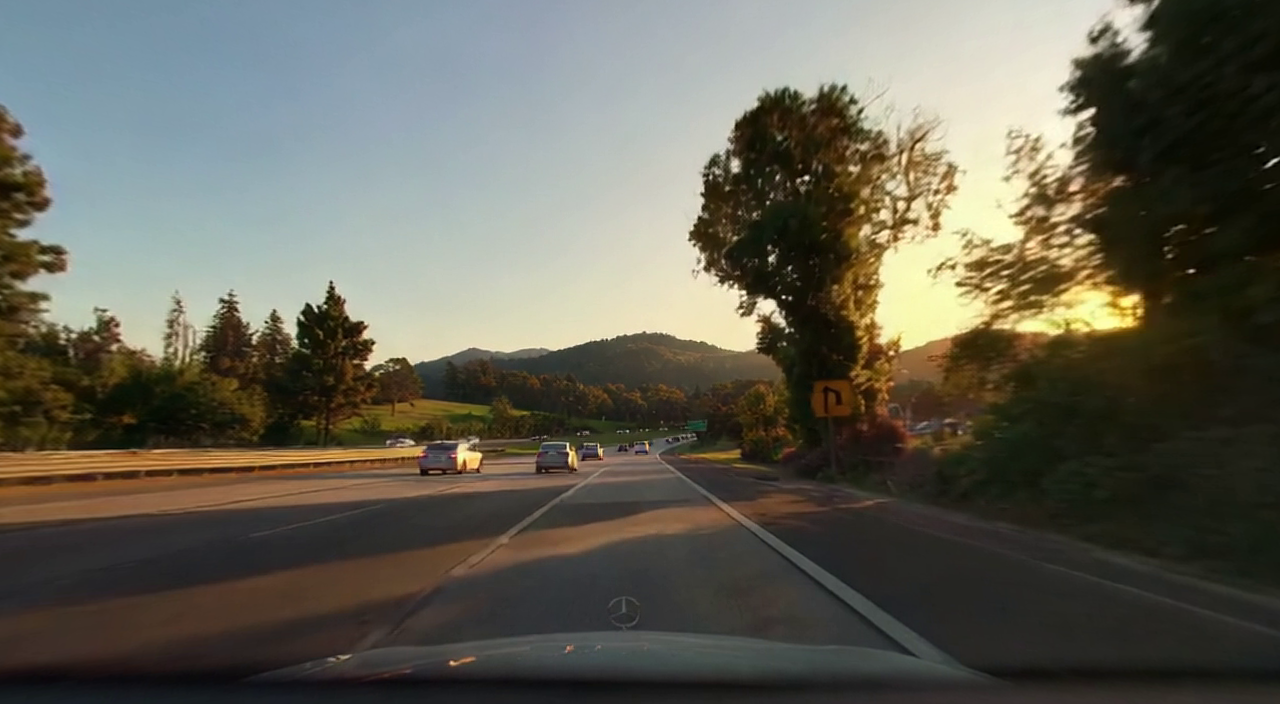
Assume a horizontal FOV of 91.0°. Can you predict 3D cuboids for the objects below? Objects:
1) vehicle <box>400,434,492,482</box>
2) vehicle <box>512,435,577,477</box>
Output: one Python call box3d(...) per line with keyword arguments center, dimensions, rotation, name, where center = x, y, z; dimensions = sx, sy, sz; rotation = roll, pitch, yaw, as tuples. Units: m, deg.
box3d(center=(-7.483, 4.129, 24.802), dimensions=(2.108, 1.686, 4.556), rotation=(0, -9, 1), name="vehicle")
box3d(center=(-4.063, 4.536, 27.549), dimensions=(2.035, 1.673, 4.469), rotation=(0, -9, 1), name="vehicle")
